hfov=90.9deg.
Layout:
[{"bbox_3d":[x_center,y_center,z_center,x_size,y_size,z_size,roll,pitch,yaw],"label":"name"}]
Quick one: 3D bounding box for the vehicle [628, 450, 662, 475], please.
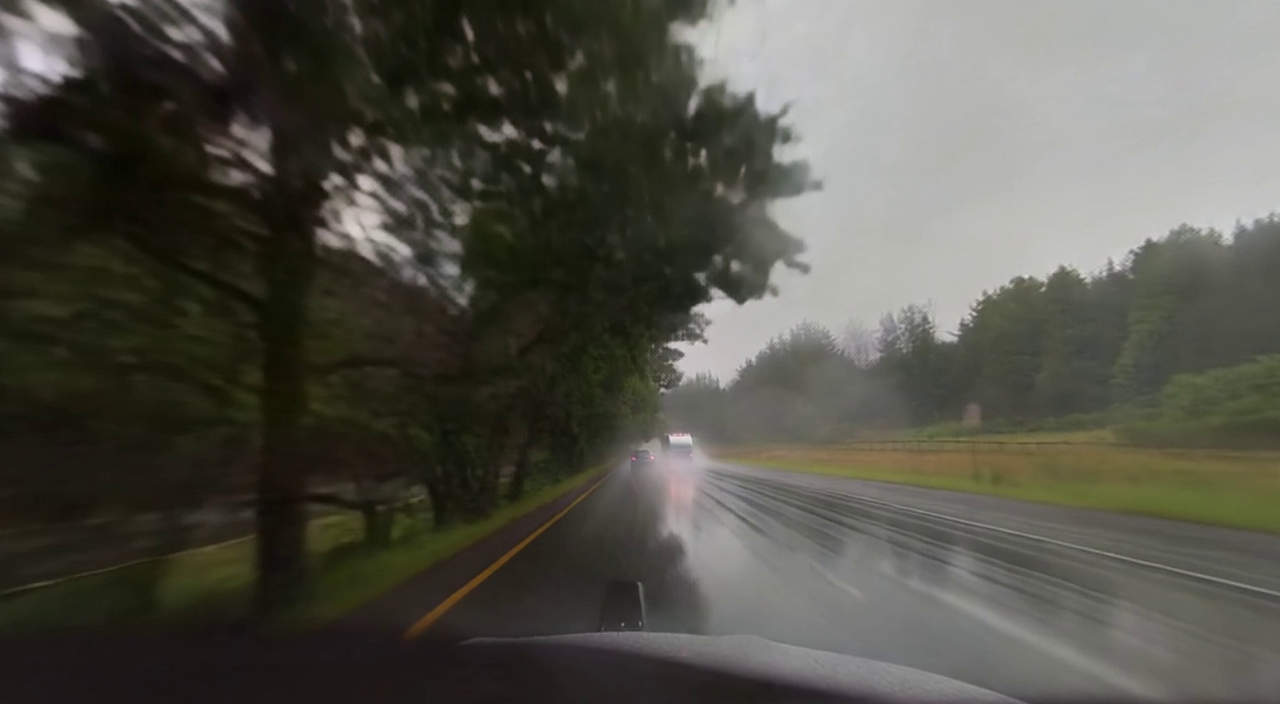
[{"bbox_3d":[0.289,6.487,37.272,1.926,1.386,3.615,0,-9,0],"label":"vehicle"}]
